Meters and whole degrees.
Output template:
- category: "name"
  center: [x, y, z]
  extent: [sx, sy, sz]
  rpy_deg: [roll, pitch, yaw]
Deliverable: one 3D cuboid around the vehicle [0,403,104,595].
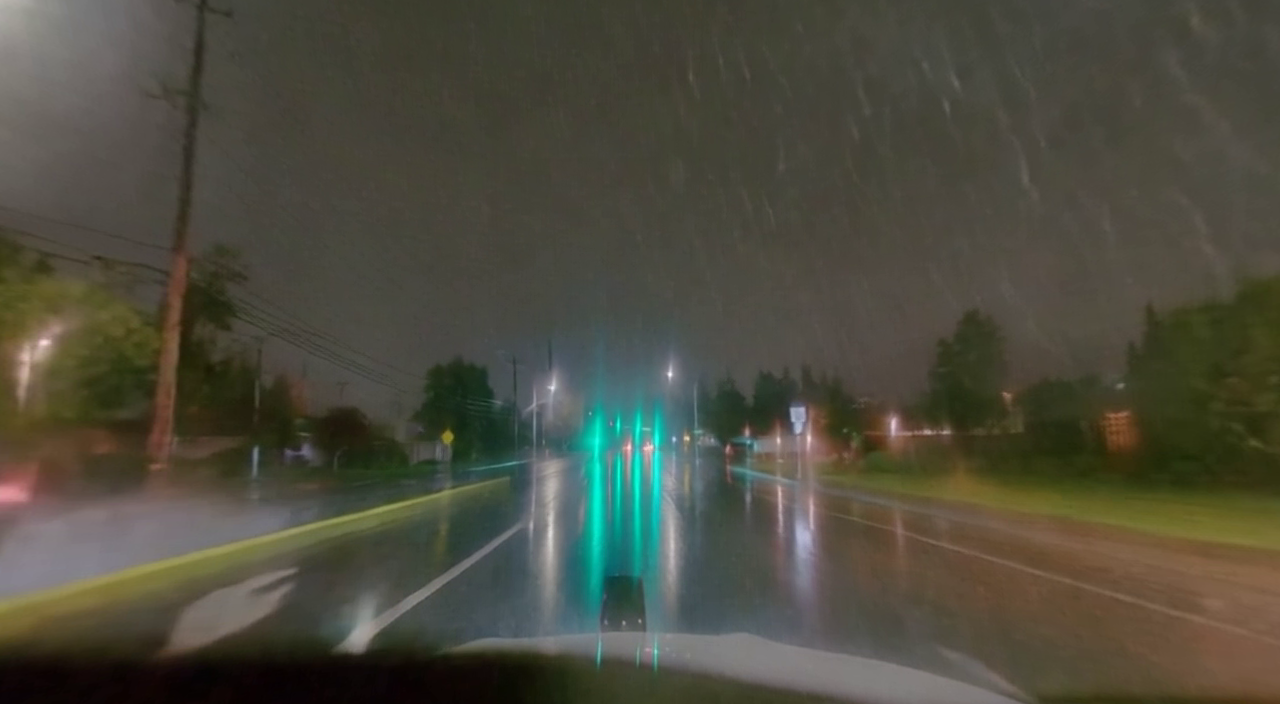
- category: "vehicle"
  center: [-7.523, 1.260, 4.529]
  extent: [2.325, 1.877, 5.690]
  rpy_deg: [-3, -9, 0]
